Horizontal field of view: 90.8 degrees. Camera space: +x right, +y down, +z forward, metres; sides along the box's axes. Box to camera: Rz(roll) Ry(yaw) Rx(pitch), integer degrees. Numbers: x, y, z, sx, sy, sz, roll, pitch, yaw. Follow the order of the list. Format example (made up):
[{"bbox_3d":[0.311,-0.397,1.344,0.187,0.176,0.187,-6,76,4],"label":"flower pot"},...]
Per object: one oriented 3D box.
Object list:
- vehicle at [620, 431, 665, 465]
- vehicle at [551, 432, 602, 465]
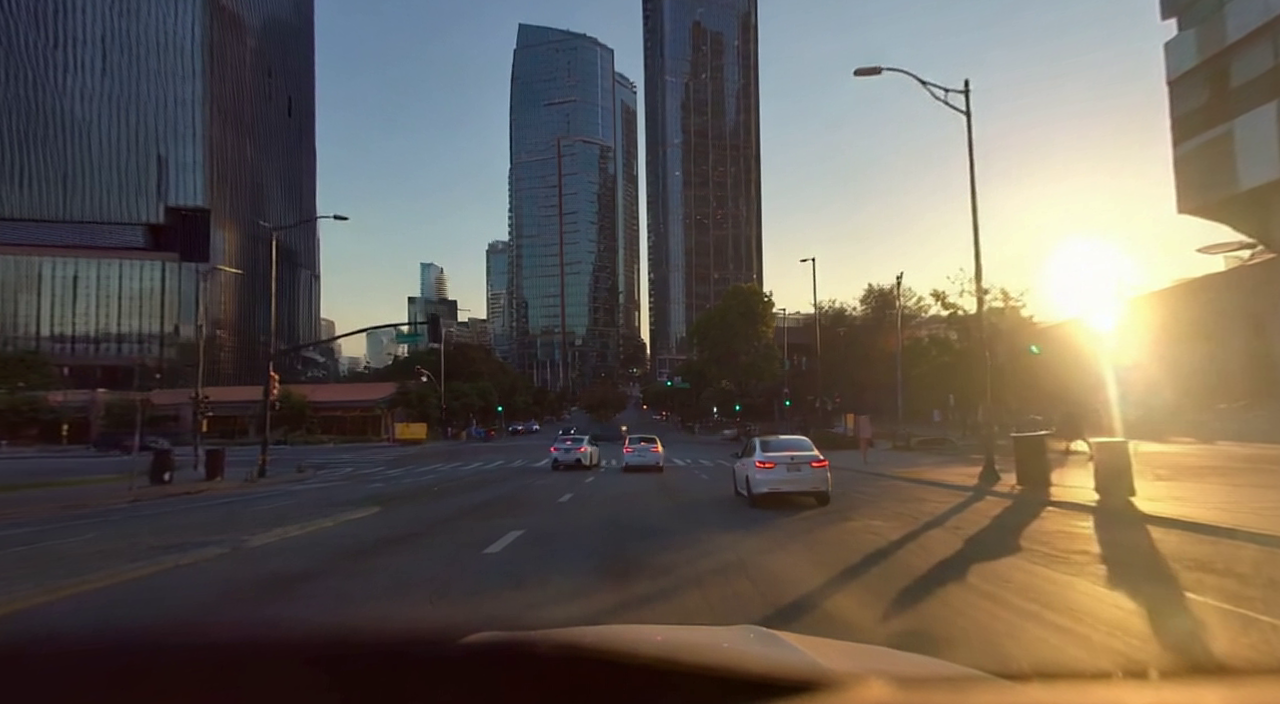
[{"bbox_3d":[0.128,4.563,30.244,2.016,1.478,3.795,0,-8,0],"label":"vehicle"},{"bbox_3d":[-3.066,4.747,31.329,1.995,1.479,4.627,0,-8,1],"label":"vehicle"}]
